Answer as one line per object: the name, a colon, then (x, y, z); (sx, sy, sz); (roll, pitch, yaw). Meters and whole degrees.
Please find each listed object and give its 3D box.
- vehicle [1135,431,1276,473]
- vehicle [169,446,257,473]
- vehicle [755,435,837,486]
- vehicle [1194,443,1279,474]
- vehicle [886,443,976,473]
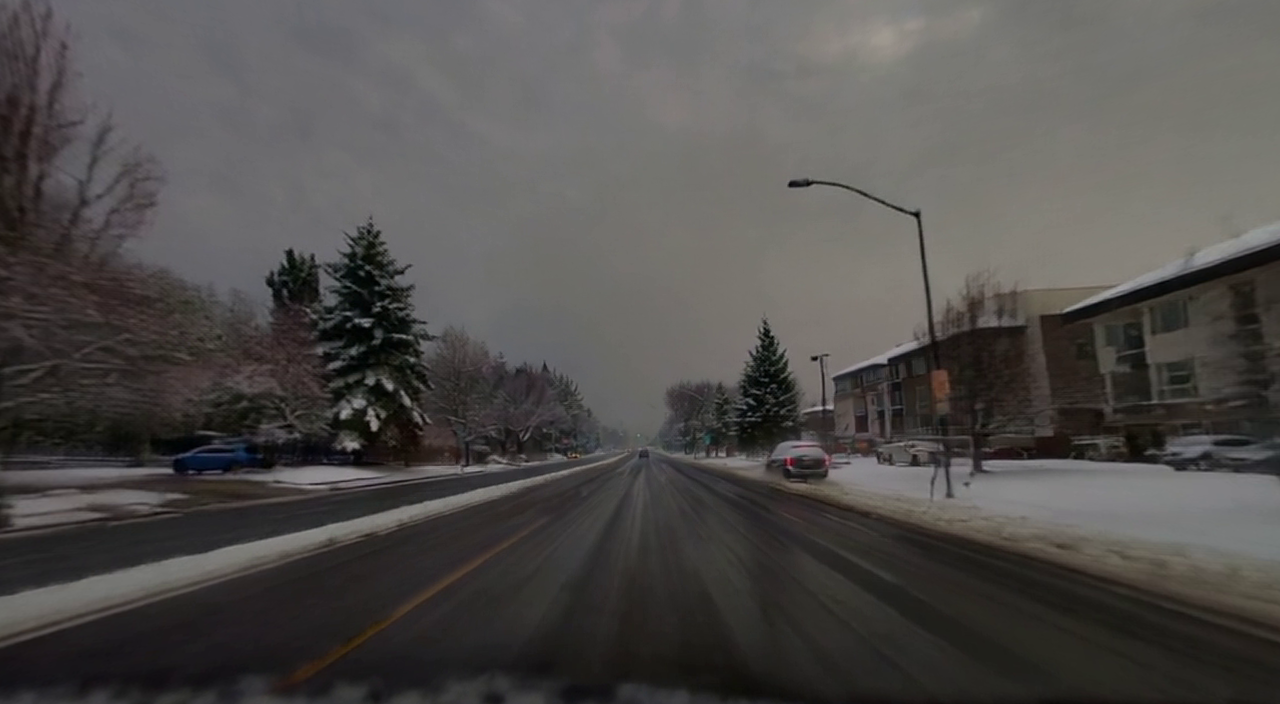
vehicle: (32.183, 5.707, 35.887); (5.753, 2.022, 2.104); (-3, -8, 3)
vehicle: (-26.301, 6.606, 38.762); (4.048, 1.601, 1.845); (0, -8, -2)
vehicle: (7.126, 5.018, 29.441); (2.365, 2.138, 5.499); (0, -9, 0)
vehicle: (31.783, 5.510, 32.487); (4.294, 1.533, 1.929); (0, -9, 0)
vehicle: (17.470, 6.366, 37.818); (4.421, 1.535, 1.869); (-2, -7, 2)
